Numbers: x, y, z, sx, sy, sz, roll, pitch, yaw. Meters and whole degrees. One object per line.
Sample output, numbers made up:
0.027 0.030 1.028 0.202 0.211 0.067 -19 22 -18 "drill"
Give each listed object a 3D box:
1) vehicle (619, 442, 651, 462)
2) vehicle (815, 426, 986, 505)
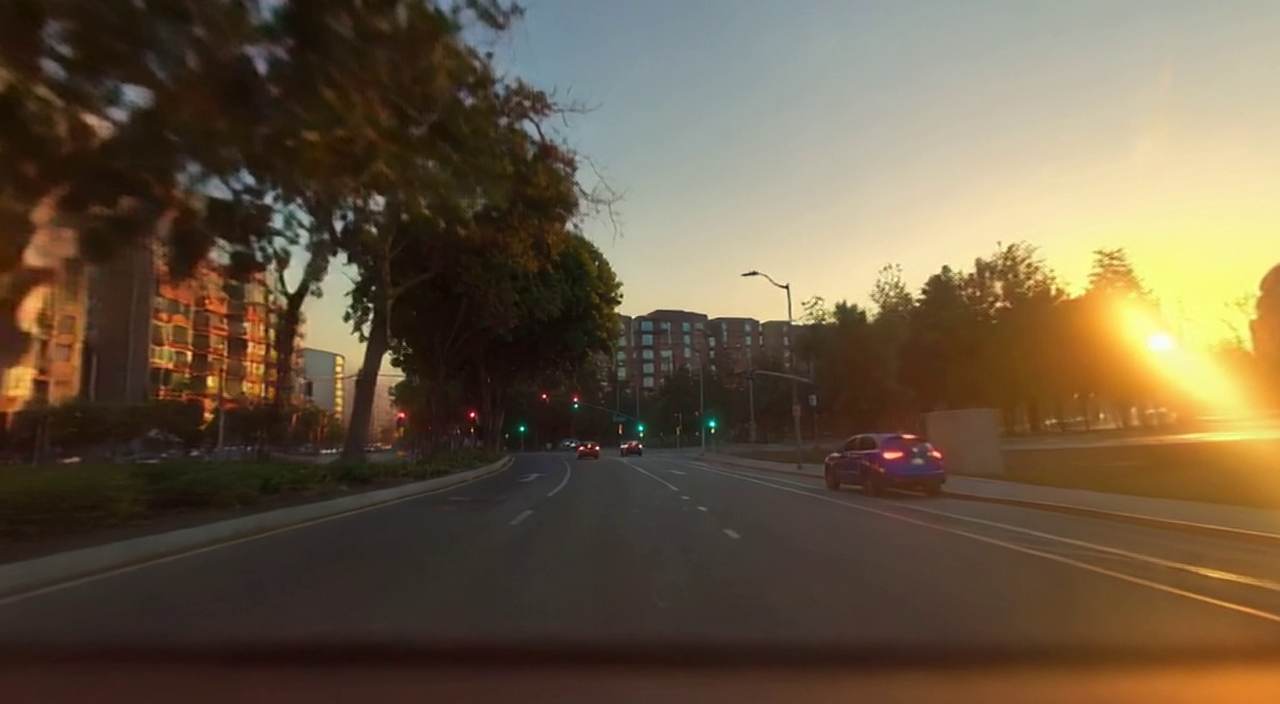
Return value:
-0.412 7.758 49.110 1.918 1.479 4.468 1 -8 -8 "vehicle"
6.164 2.740 15.755 2.042 1.635 4.858 0 -8 -2 "vehicle"
